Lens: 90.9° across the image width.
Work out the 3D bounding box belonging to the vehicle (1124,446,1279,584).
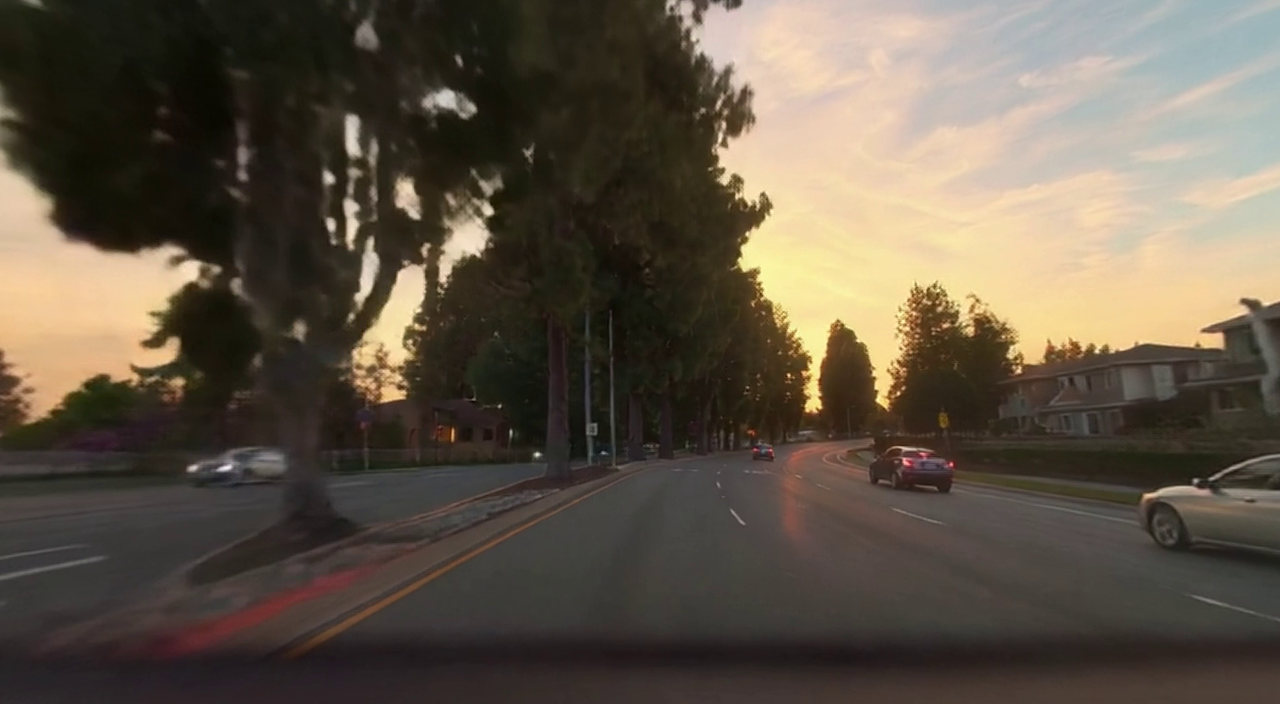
[{"bbox_3d":[7.407,1.639,6.270,1.783,1.386,4.433,0,-8,2],"label":"vehicle"}]

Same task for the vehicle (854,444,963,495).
[{"bbox_3d":[8.589,3.764,20.638,1.855,1.444,4.389,-1,-8,4],"label":"vehicle"}]

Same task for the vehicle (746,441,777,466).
[{"bbox_3d":[8.474,7.086,44.109,1.991,1.684,4.127,-2,-9,10],"label":"vehicle"}]

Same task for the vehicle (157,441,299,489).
[{"bbox_3d":[-16.250,4.445,25.196,1.952,1.686,4.494,-2,-9,14],"label":"vehicle"}]
